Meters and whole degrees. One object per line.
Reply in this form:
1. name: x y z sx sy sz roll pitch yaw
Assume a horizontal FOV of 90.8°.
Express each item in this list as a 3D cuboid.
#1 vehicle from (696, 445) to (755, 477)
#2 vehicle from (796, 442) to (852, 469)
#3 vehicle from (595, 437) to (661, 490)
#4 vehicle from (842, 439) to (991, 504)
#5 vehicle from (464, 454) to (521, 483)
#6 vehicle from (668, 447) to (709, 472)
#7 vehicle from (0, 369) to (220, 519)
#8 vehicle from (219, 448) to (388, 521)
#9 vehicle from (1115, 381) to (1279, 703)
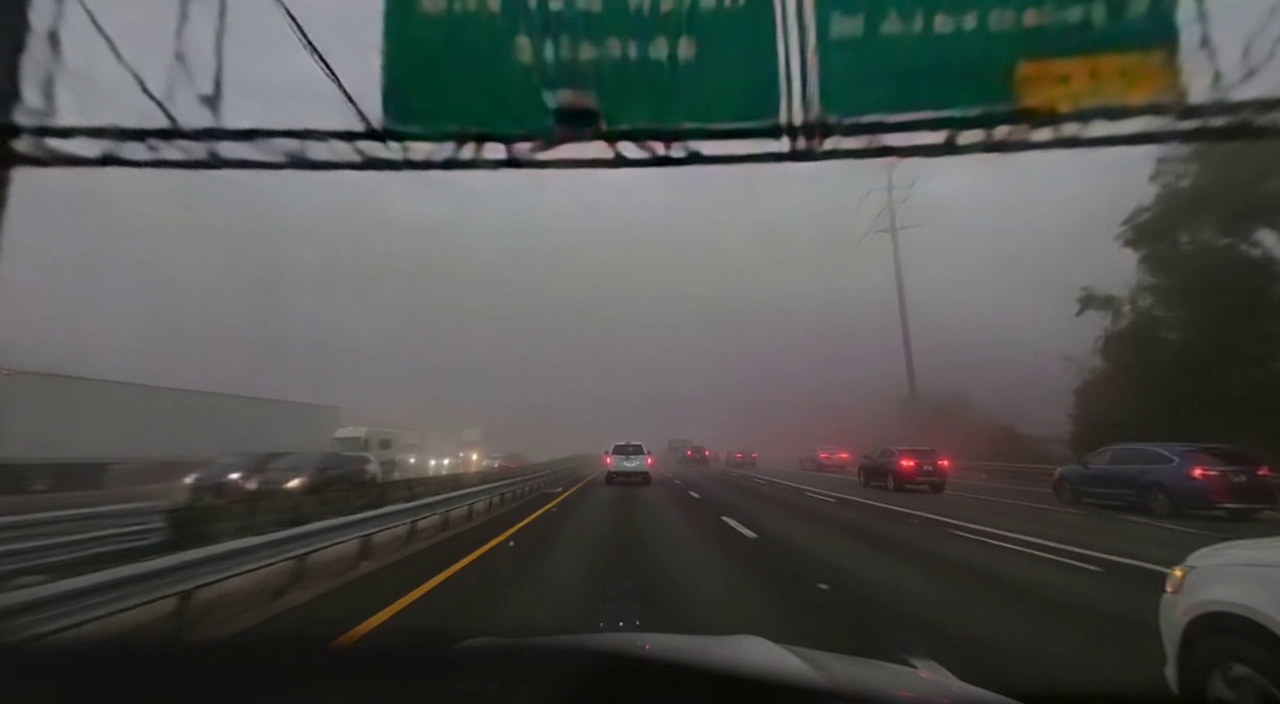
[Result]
1. vehicle: 4.166 5.360 31.382 1.934 1.461 4.368 1 -9 -5
2. vehicle: 11.010 6.221 38.060 1.901 1.485 4.483 0 -9 -2
3. vehicle: -0.455 4.204 24.168 2.298 1.809 4.359 0 -9 -1
4. vehicle: 7.049 3.074 16.689 1.958 1.473 4.201 0 -8 -1
5. vehicle: -8.253 6.526 35.759 2.086 1.477 4.438 0 -9 1
6. vehicle: 3.002 6.710 39.784 2.115 1.481 3.968 0 -9 -2
7. vehicle: -18.356 2.957 20.128 3.068 3.921 9.552 0 -9 1
8. vehicle: -8.069 3.174 15.664 1.931 1.541 4.018 0 -9 0
9. vehicle: 3.407 0.719 1.245 1.967 1.547 3.777 0 -9 0
